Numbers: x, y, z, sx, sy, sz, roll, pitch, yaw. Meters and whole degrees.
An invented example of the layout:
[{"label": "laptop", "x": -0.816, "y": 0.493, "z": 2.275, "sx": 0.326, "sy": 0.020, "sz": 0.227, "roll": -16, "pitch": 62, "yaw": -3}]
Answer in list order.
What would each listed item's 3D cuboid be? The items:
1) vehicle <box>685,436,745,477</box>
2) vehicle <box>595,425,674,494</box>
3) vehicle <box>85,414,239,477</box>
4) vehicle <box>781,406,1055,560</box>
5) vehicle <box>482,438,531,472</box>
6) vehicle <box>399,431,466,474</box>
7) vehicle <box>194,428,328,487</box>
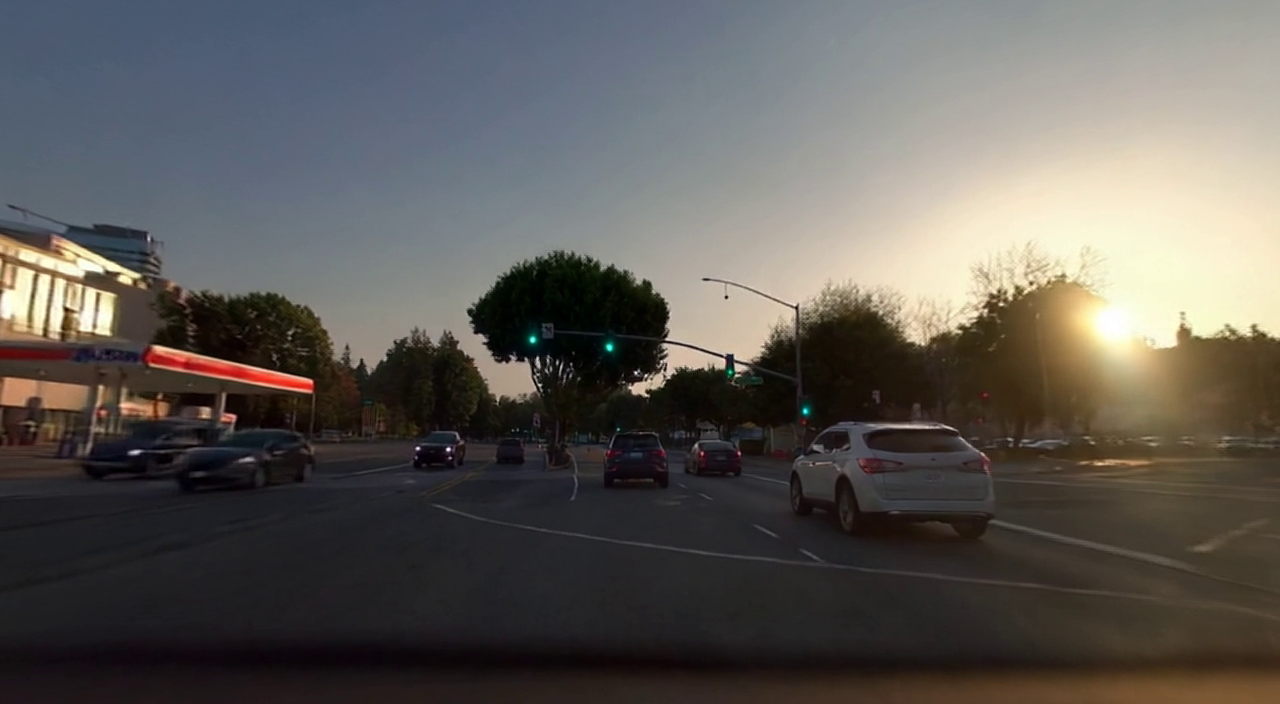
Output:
[{"label": "vehicle", "x": 3.146, "y": 4.434, "z": 26.975, "sx": 1.800, "sy": 1.592, "sz": 3.658, "roll": 1, "pitch": -8, "yaw": -5}, {"label": "vehicle", "x": -0.212, "y": 3.095, "z": 18.518, "sx": 2.051, "sy": 1.798, "sz": 4.168, "roll": 0, "pitch": -8, "yaw": -2}, {"label": "vehicle", "x": -19.043, "y": 3.762, "z": 25.527, "sx": 2.460, "sy": 2.257, "sz": 5.387, "roll": 1, "pitch": -8, "yaw": -7}, {"label": "vehicle", "x": 3.681, "y": 1.805, "z": 9.398, "sx": 2.000, "sy": 1.745, "sz": 4.206, "roll": 0, "pitch": -8, "yaw": -3}, {"label": "vehicle", "x": -6.470, "y": 5.004, "z": 30.869, "sx": 1.987, "sy": 1.505, "sz": 4.337, "roll": 1, "pitch": -8, "yaw": -8}, {"label": "vehicle", "x": -9.347, "y": 4.544, "z": 28.719, "sx": 1.992, "sy": 1.755, "sz": 4.283, "roll": 1, "pitch": -8, "yaw": -7}, {"label": "vehicle", "x": -11.924, "y": 3.320, "z": 20.184, "sx": 2.023, "sy": 1.671, "sz": 4.174, "roll": 1, "pitch": -8, "yaw": -6}]
